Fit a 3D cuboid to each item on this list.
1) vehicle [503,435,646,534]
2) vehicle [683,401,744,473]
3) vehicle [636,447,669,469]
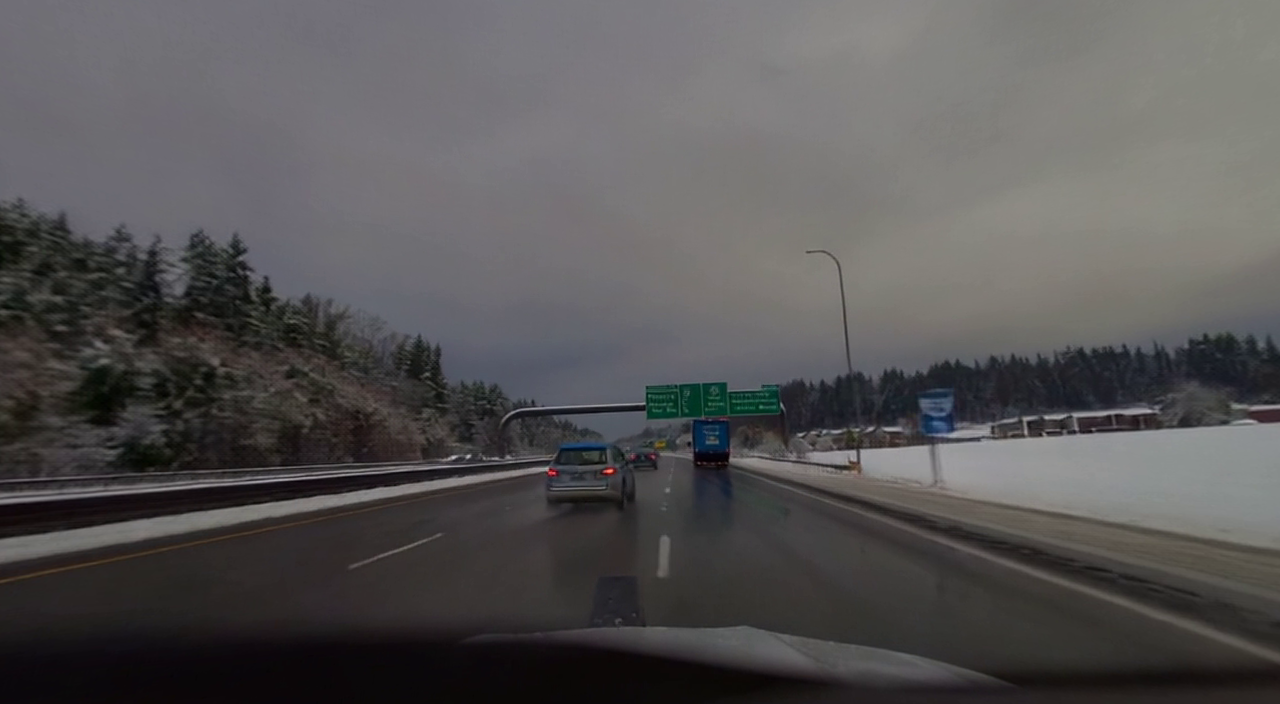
[{"bbox_3d":[-1.020,2.459,12.305,2.039,1.532,4.610,-1,-9,3],"label":"vehicle"},{"bbox_3d":[4.629,5.905,42.611,2.960,4.018,13.834,0,-9,2],"label":"vehicle"},{"bbox_3d":[0.915,7.317,43.499,2.045,1.430,3.951,-1,-9,4],"label":"vehicle"}]
